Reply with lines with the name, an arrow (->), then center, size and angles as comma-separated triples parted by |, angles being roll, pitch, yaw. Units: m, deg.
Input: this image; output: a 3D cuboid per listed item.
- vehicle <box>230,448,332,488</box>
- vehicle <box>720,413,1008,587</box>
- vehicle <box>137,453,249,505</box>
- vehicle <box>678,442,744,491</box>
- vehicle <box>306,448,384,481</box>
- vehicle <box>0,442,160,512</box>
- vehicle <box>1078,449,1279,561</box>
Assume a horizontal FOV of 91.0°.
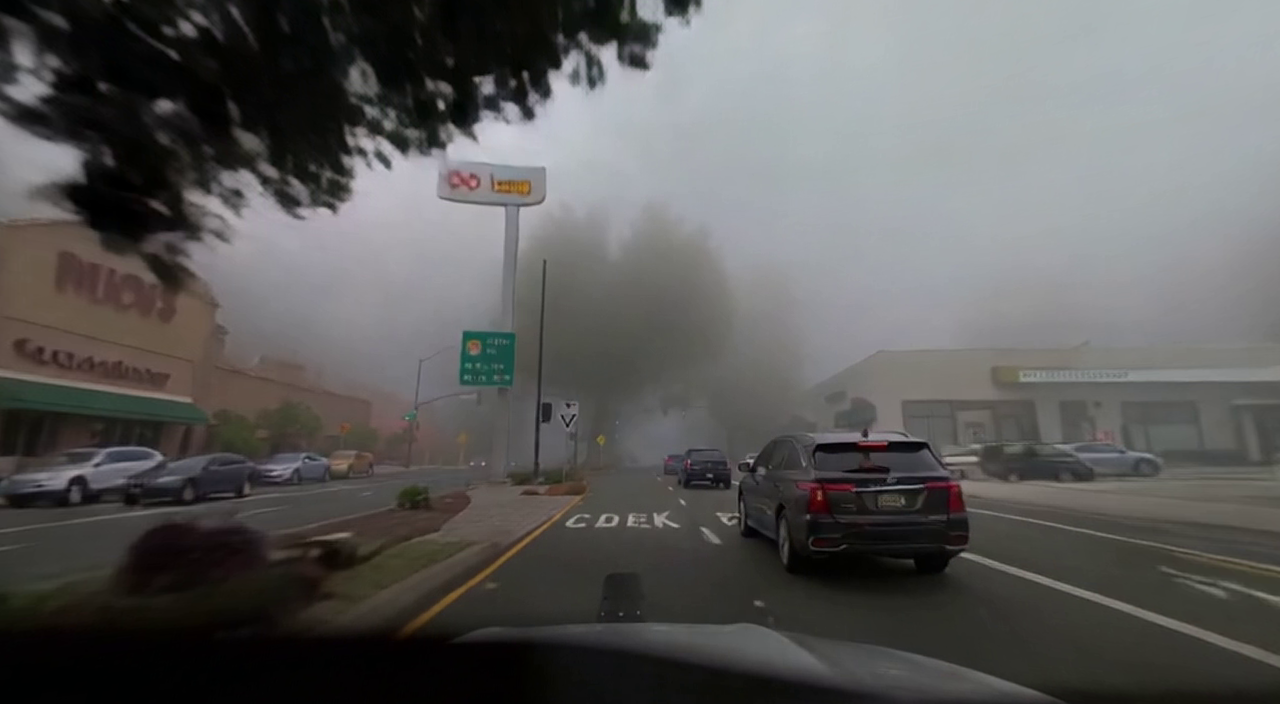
vehicle -> -18.001, 5.819, 31.919 | 2.129, 1.843, 5.067 | 0, -9, 1
vehicle -> 2.546, 1.849, 8.772 | 2.183, 1.720, 4.842 | 0, -9, 0
vehicle -> -15.437, 4.340, 22.060 | 2.290, 1.519, 4.860 | 4, -10, -25
vehicle -> 2.612, 4.315, 24.125 | 1.999, 1.679, 4.217 | 0, -9, -1
vehicle -> -17.859, 6.809, 38.457 | 2.263, 1.887, 5.170 | 0, -9, -1
vehicle -> -17.931, 3.834, 19.880 | 1.930, 1.935, 4.567 | 0, -9, -1
vehicle -> 9.907, 2.336, 10.068 | 2.036, 1.525, 5.135 | 0, -9, -1
